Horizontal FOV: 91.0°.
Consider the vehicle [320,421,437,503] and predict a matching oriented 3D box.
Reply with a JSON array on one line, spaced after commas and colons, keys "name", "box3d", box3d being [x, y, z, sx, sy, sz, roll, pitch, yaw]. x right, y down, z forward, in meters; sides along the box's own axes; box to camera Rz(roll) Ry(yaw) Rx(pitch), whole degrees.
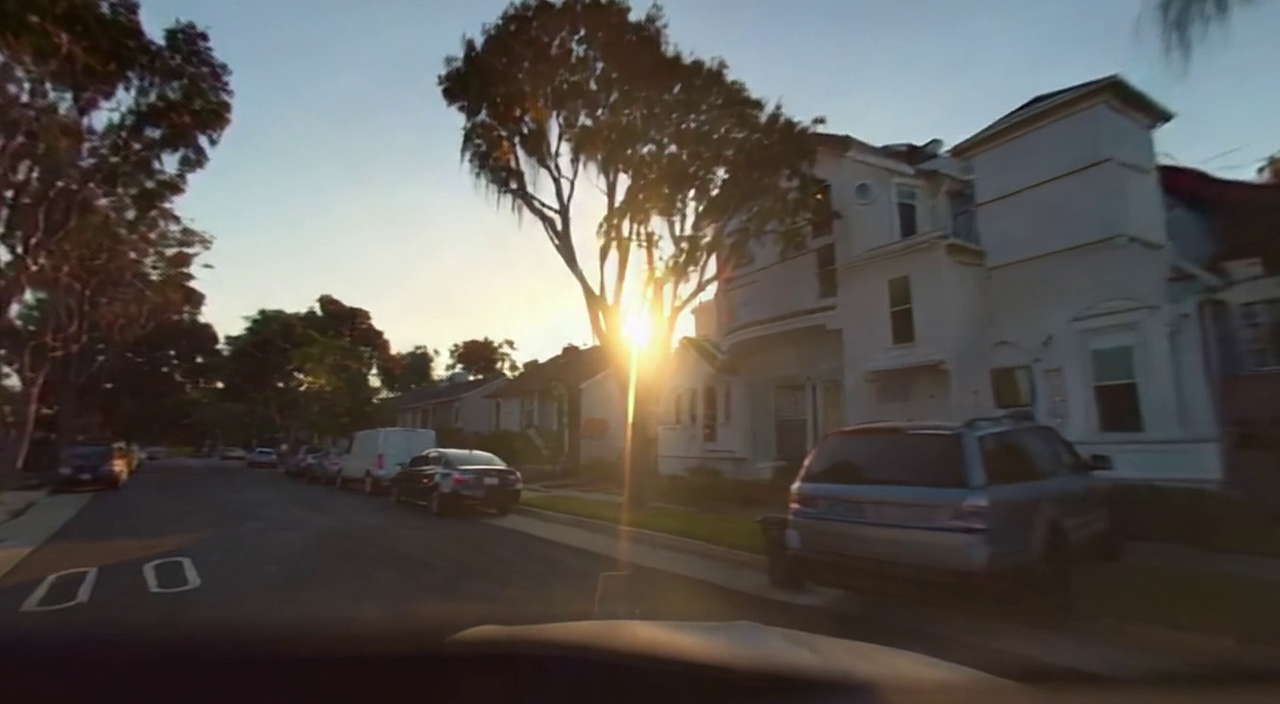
[{"name": "vehicle", "box3d": [-8.168, 3.237, 19.394, 1.993, 2.129, 4.893, 6, -8, -37]}]

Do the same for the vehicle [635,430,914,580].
[{"name": "vehicle", "box3d": [2.050, 1.992, 9.049, 4.030, 1.648, 1.827, 7, -11, -41]}]

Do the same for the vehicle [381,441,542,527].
[{"name": "vehicle", "box3d": [-4.159, 2.805, 14.145, 1.828, 1.442, 4.476, 6, -8, -38]}]

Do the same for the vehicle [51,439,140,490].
[{"name": "vehicle", "box3d": [-18.338, 3.804, 21.388, 1.908, 1.493, 4.806, 9, -13, -37]}]

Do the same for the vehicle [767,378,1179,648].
[{"name": "vehicle", "box3d": [3.764, 1.491, 6.869, 4.585, 1.969, 2.046, 6, -11, -36]}]
